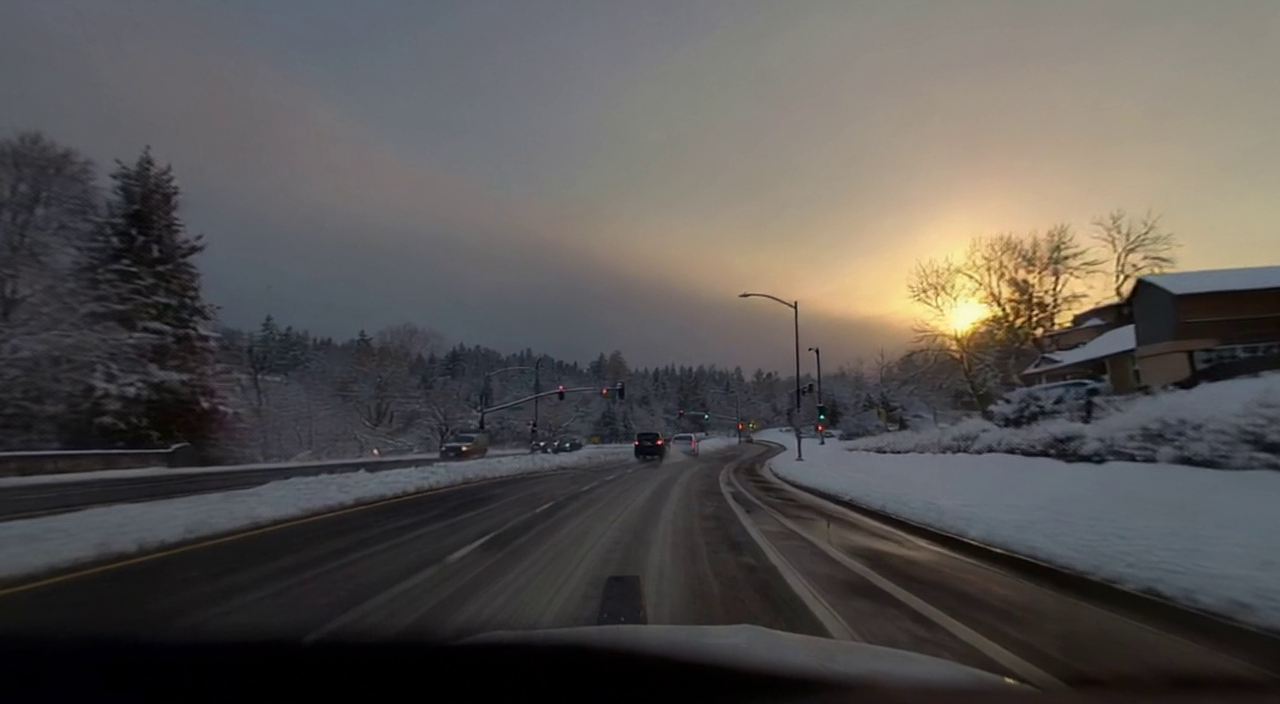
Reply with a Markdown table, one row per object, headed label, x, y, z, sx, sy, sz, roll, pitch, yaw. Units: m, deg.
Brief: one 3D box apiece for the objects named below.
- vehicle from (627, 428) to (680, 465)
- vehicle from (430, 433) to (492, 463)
| label | x | y | z | sx | sy | sz | roll | pitch | yaw |
| --- | --- | --- | --- | --- | --- | --- | --- | --- | --- |
| vehicle | 0.787 | 5.044 | 33.536 | 2.152 | 1.822 | 4.391 | -1 | -9 | 10 |
| vehicle | -11.043 | 6.000 | 39.150 | 2.111 | 1.751 | 4.757 | -1 | -9 | 5 |
